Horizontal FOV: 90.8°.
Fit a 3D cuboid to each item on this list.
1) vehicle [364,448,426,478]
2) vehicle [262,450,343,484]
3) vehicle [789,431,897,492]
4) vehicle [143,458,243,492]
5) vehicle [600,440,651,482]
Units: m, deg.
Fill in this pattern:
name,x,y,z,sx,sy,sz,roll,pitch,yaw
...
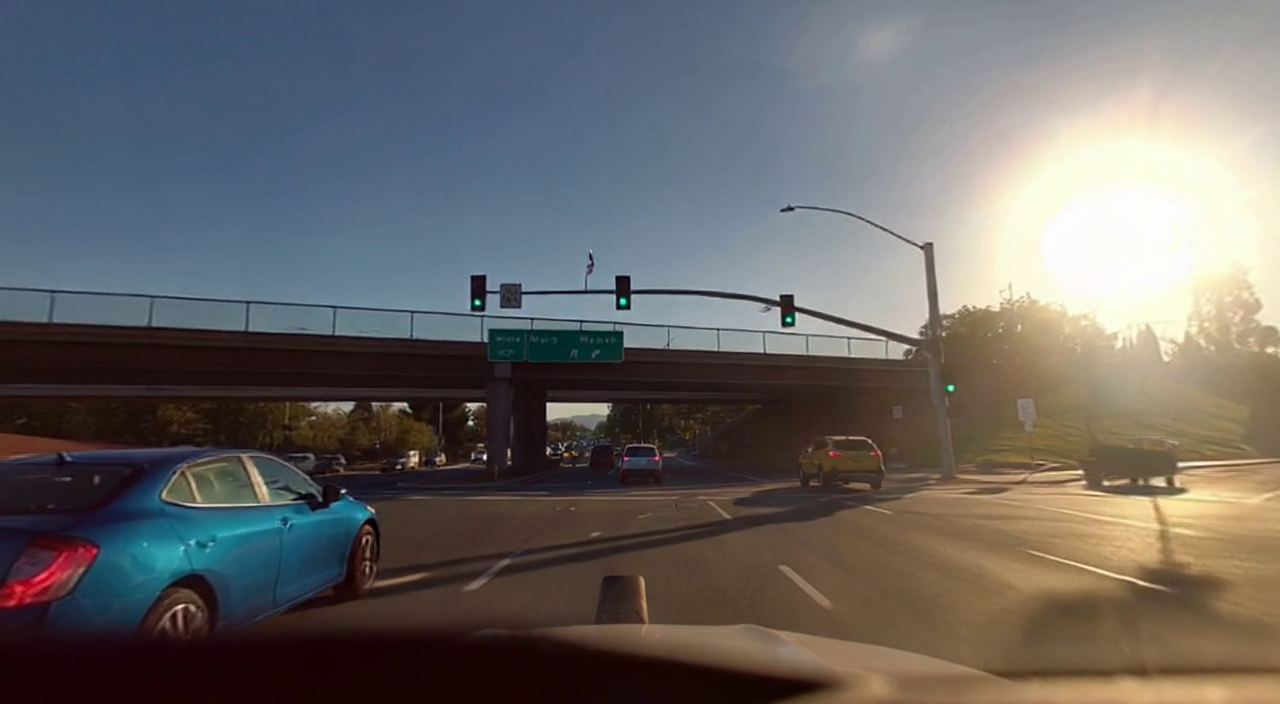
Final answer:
name,x,y,z,sx,sy,sz,roll,pitch,yaw
vehicle,-16.375,7.383,42.480,2.132,1.664,4.720,-4,-8,2
vehicle,-19.272,6.550,36.398,1.990,1.789,4.973,0,-8,-1
vehicle,6.629,3.614,21.203,2.074,1.785,4.320,0,-8,-1
vehicle,-23.356,6.407,33.264,1.849,1.539,4.665,0,-8,-1
vehicle,-0.574,4.949,29.003,2.060,1.768,4.681,0,-8,2
